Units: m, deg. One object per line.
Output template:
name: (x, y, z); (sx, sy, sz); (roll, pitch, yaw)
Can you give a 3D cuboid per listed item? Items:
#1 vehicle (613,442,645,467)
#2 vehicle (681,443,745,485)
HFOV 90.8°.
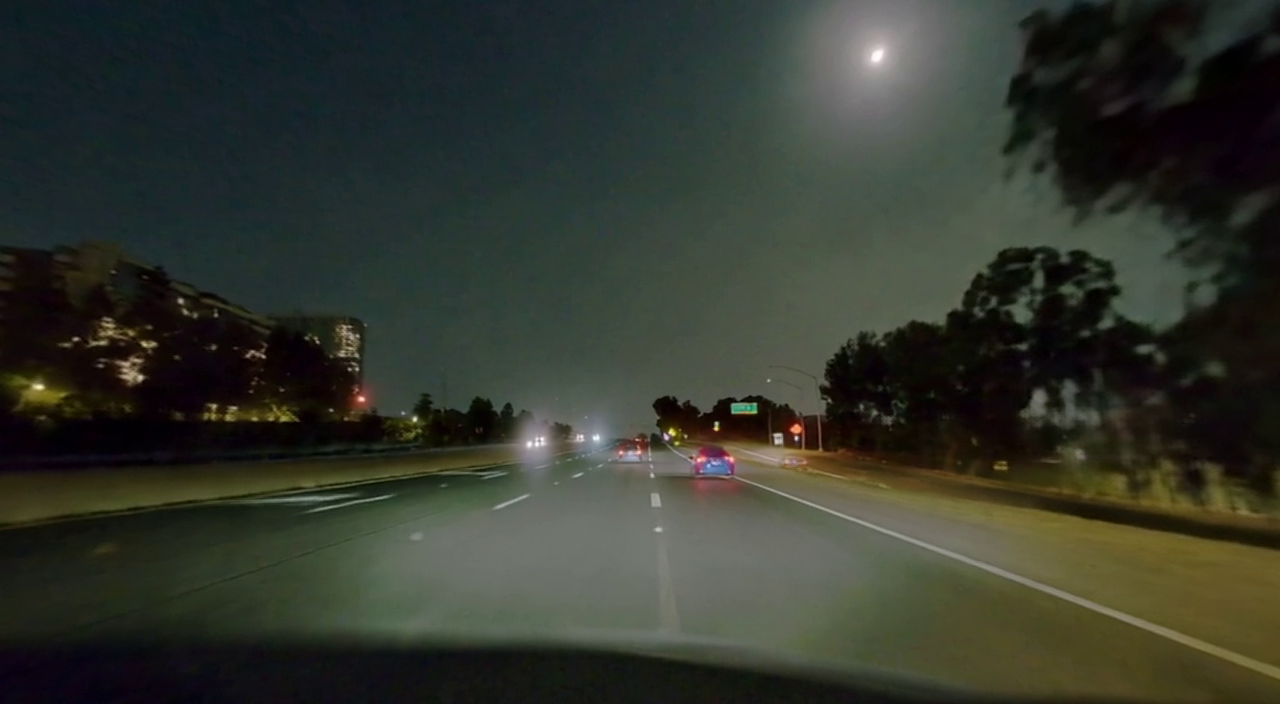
vehicle: (-0.712, 7.269, 44.941); (2.127, 1.692, 4.382); (0, -8, 1)
vehicle: (2.849, 4.489, 25.678); (2.029, 1.528, 4.644); (0, -9, 0)
